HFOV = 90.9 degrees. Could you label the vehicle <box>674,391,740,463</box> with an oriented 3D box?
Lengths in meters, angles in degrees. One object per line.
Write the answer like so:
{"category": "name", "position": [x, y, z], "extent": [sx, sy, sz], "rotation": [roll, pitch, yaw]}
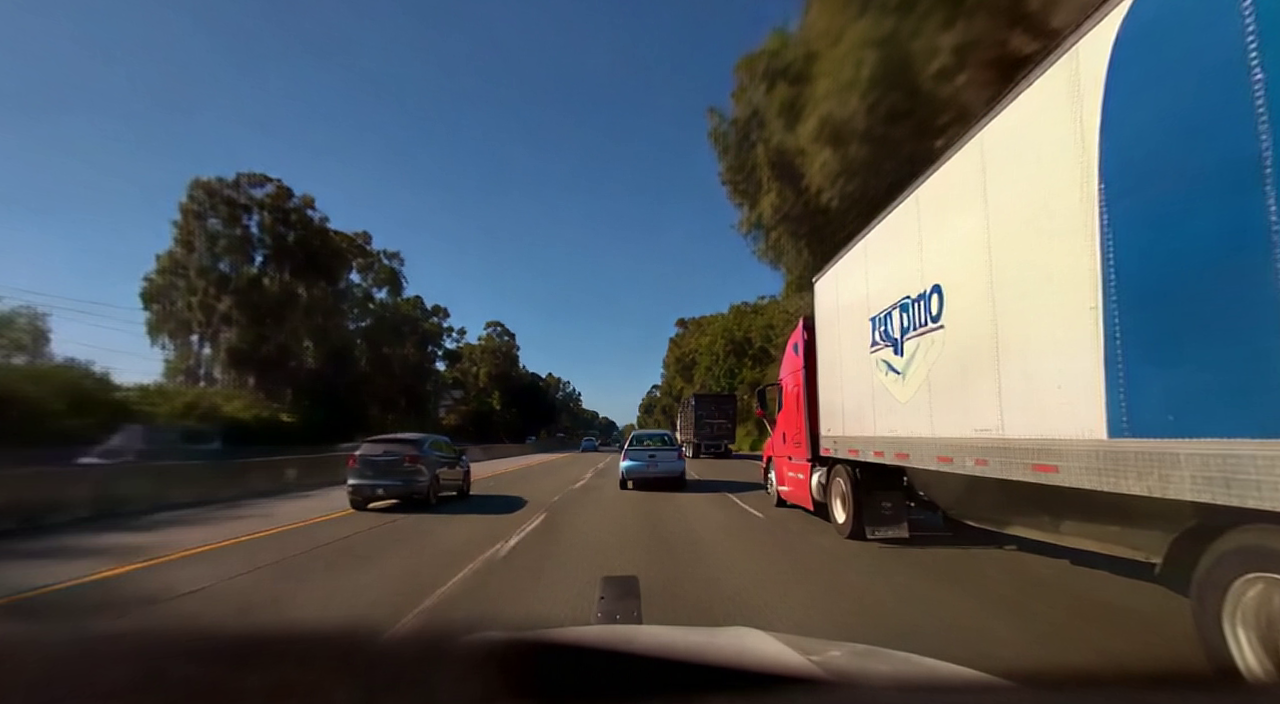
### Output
{"category": "vehicle", "position": [4.159, 5.149, 42.545], "extent": [2.869, 4.067, 13.731], "rotation": [0, -8, 0]}

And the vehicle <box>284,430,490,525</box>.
{"category": "vehicle", "position": [-4.428, 2.228, 11.946], "extent": [2.048, 1.452, 4.430], "rotation": [0, -8, 0]}

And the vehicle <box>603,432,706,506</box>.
{"category": "vehicle", "position": [0.278, 2.545, 14.254], "extent": [2.021, 1.435, 3.611], "rotation": [0, -8, 0]}

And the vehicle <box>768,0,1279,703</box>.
{"category": "vehicle", "position": [4.218, 0.138, 6.120], "extent": [2.816, 4.070, 14.136], "rotation": [0, -8, -1]}
